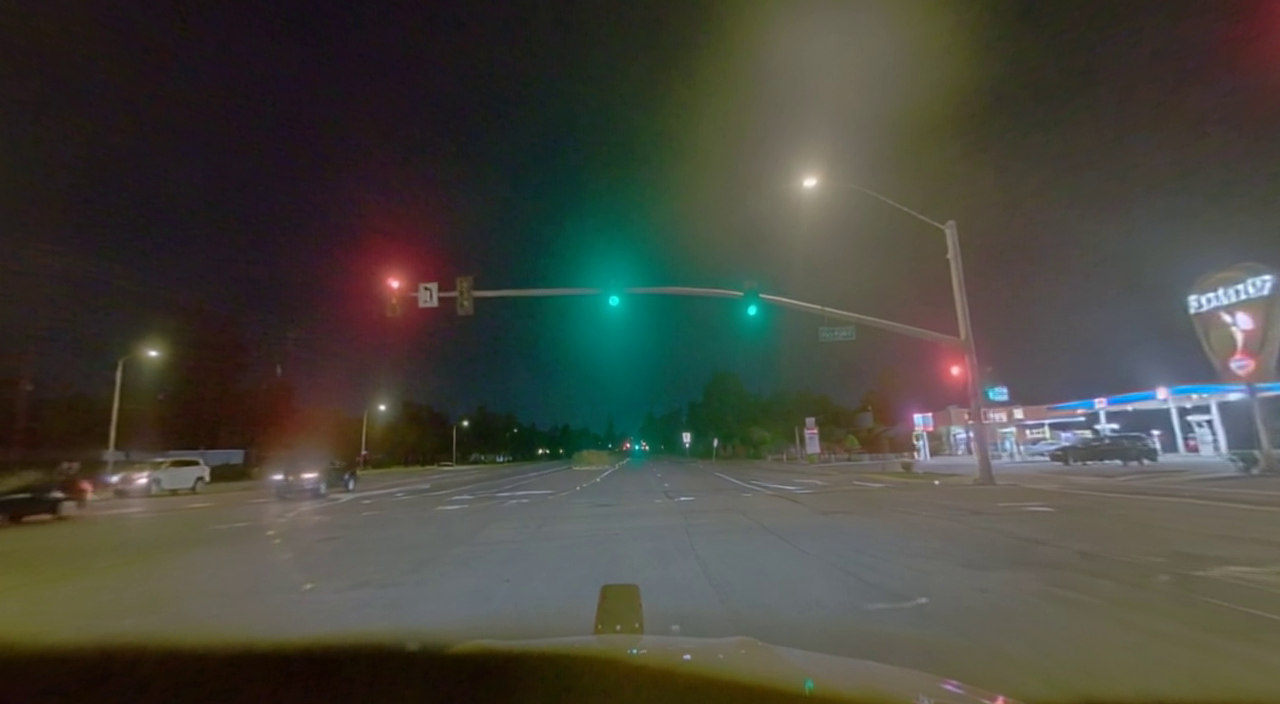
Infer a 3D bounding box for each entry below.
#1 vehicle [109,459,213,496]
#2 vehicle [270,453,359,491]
[{"bbox_3d":[-24.956,6.547,33.178,2.098,1.684,4.388,0,-9,-2],"label":"vehicle"},{"bbox_3d":[-15.410,5.664,30.183,2.053,1.598,4.336,0,-9,-2],"label":"vehicle"}]
